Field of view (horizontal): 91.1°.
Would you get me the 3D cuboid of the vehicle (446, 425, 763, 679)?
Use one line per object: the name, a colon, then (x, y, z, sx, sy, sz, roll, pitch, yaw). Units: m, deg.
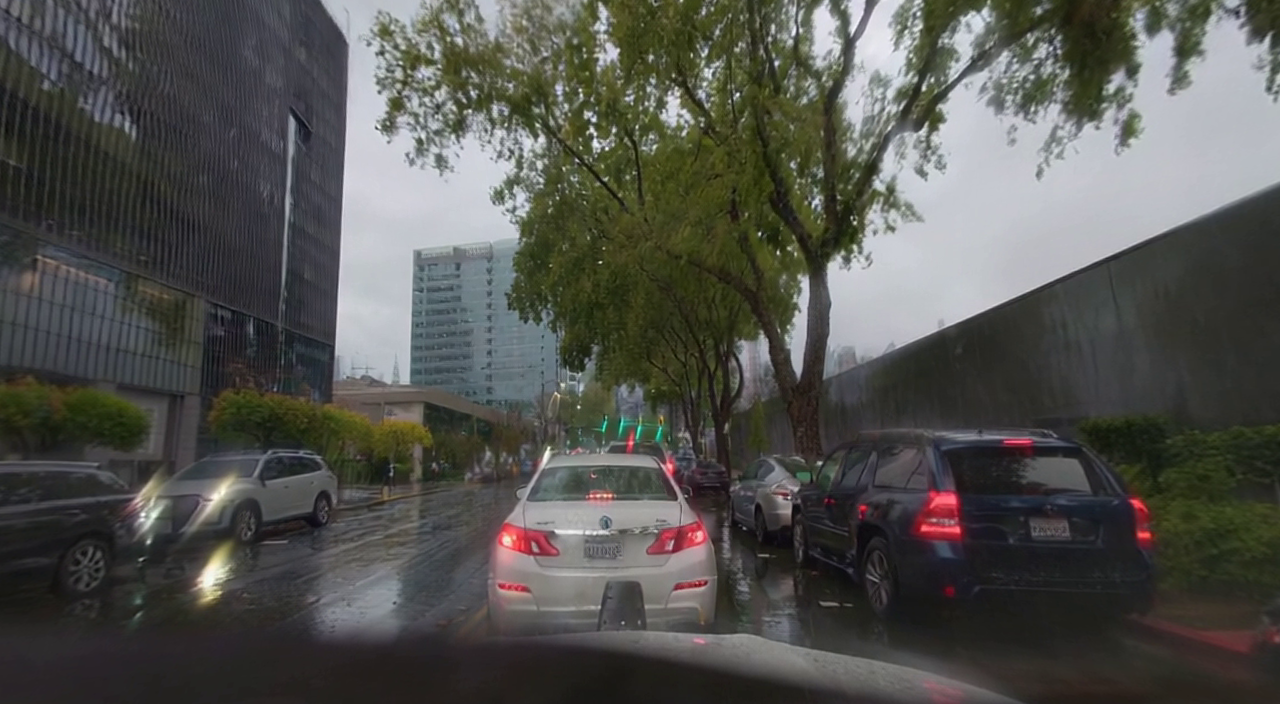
vehicle: (-0.200, 1.617, 5.932, 2.018, 1.583, 3.646, 1, -10, 1)

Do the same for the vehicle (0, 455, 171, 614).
vehicle: (-6.986, 1.702, 5.874, 1.900, 1.471, 4.202, 1, -10, 0)

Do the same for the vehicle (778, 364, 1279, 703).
vehicle: (2.707, 1.434, 5.710, 1.868, 1.920, 4.501, 1, -10, 0)

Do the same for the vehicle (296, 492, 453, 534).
vehicle: (-6.948, 4.313, 17.160, 2.223, 0.774, 4.789, 1, -10, 0)

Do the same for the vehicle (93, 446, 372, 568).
vehicle: (-6.828, 2.614, 11.334, 1.994, 1.701, 4.520, 0, -10, 0)
